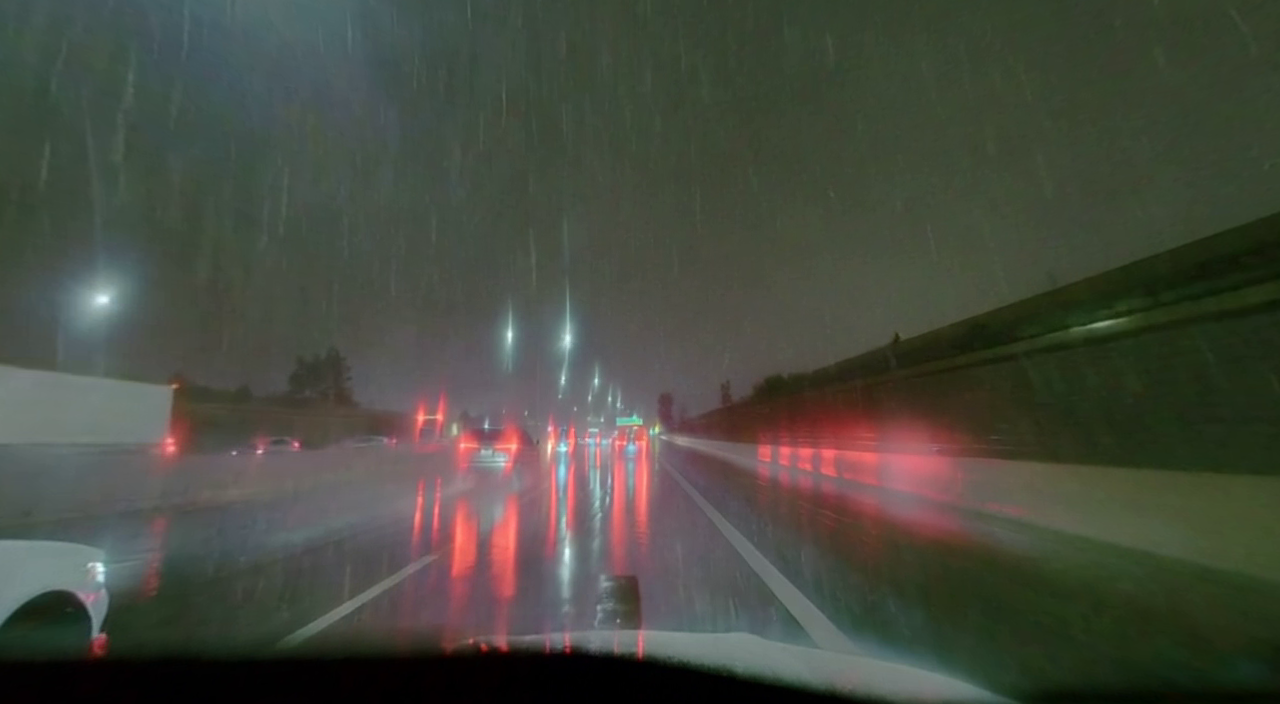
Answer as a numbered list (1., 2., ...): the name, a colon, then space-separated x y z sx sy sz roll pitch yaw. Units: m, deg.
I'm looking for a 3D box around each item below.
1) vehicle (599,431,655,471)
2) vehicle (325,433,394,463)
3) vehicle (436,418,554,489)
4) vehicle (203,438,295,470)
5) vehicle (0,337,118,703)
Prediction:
1. vehicle: -0.483 3.882 24.902 2.070 1.452 3.834 0 -8 0
2. vehicle: -15.576 5.338 35.158 1.982 1.516 4.137 0 -8 0
3. vehicle: -3.843 2.782 17.629 2.154 1.690 4.595 0 -8 1
4. vehicle: -19.485 5.049 31.539 1.864 1.483 4.219 0 -8 1
5. vehicle: -3.810 0.579 1.090 2.107 1.703 4.274 0 -8 0
